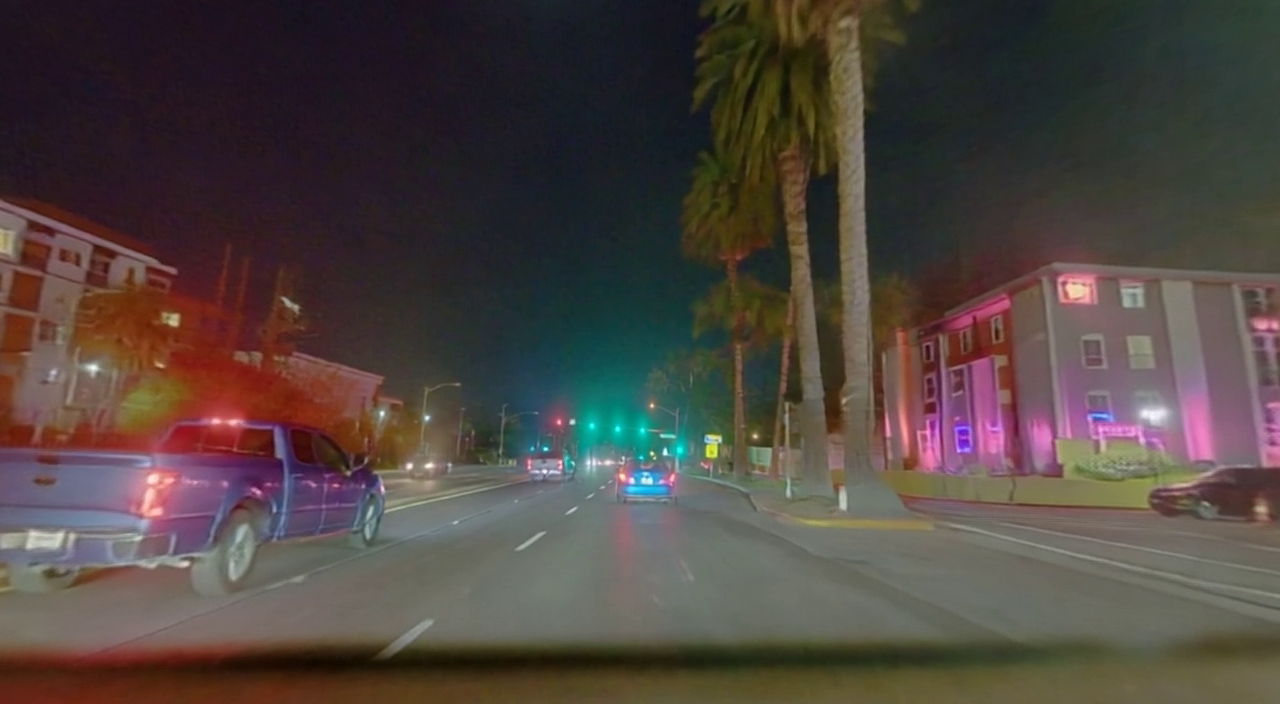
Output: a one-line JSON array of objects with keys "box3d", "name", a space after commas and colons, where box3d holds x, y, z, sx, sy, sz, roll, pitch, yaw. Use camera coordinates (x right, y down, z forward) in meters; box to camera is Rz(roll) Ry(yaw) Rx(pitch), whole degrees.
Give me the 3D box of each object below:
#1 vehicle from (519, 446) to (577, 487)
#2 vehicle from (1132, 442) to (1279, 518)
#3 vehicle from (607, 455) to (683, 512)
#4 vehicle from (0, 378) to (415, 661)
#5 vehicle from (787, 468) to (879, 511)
[{"box3d": [-5.094, 6.458, 35.645, 2.447, 2.062, 5.911, 1, -10, -1], "name": "vehicle"}, {"box3d": [33.234, 7.473, 36.735, 5.858, 4.169, 3.001, 0, -12, 2], "name": "vehicle"}, {"box3d": [0.119, 4.050, 19.820, 2.122, 1.562, 4.152, 1, -10, -1], "name": "vehicle"}, {"box3d": [-4.878, 1.627, 7.374, 2.187, 1.904, 6.103, 1, -10, 0], "name": "vehicle"}, {"box3d": [6.878, 4.884, 22.581, 2.949, 1.209, 3.070, -1, -10, 15], "name": "vehicle"}]
